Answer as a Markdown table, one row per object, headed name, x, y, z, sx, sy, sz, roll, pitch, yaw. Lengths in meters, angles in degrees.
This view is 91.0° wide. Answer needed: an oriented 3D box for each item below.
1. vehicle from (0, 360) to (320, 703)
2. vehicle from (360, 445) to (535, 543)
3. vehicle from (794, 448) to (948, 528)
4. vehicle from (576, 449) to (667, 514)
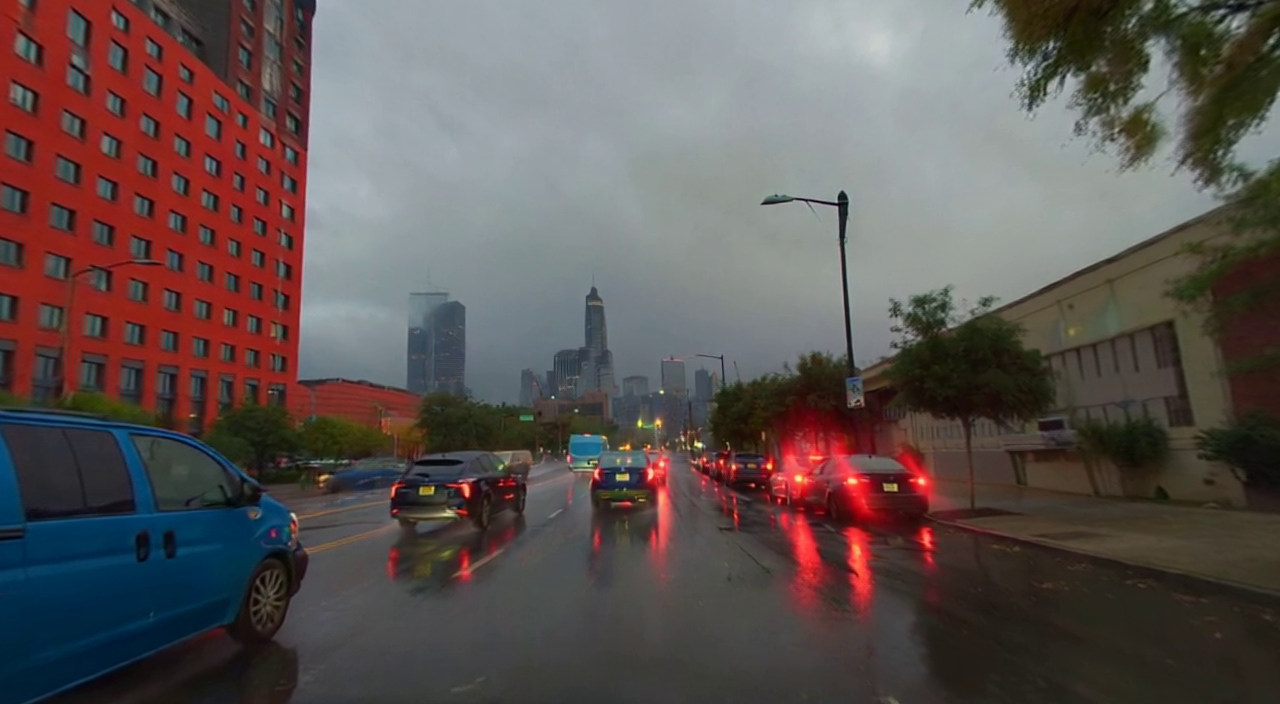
| name | x | y | z | sx | sy | sz | roll | pitch | yaw |
| --- | --- | --- | --- | --- | --- | --- | --- | --- | --- |
| vehicle | -3.723 | 0.939 | 2.718 | 2.140 | 1.768 | 4.685 | 0 | -9 | 1 |
| vehicle | -3.511 | 2.652 | 12.513 | 1.995 | 1.554 | 4.426 | 0 | -9 | 1 |
| vehicle | 4.909 | 2.914 | 14.081 | 1.832 | 1.491 | 4.054 | 0 | -9 | -1 |
| vehicle | -0.427 | 3.416 | 17.123 | 2.152 | 1.518 | 4.113 | 0 | -9 | 0 |
